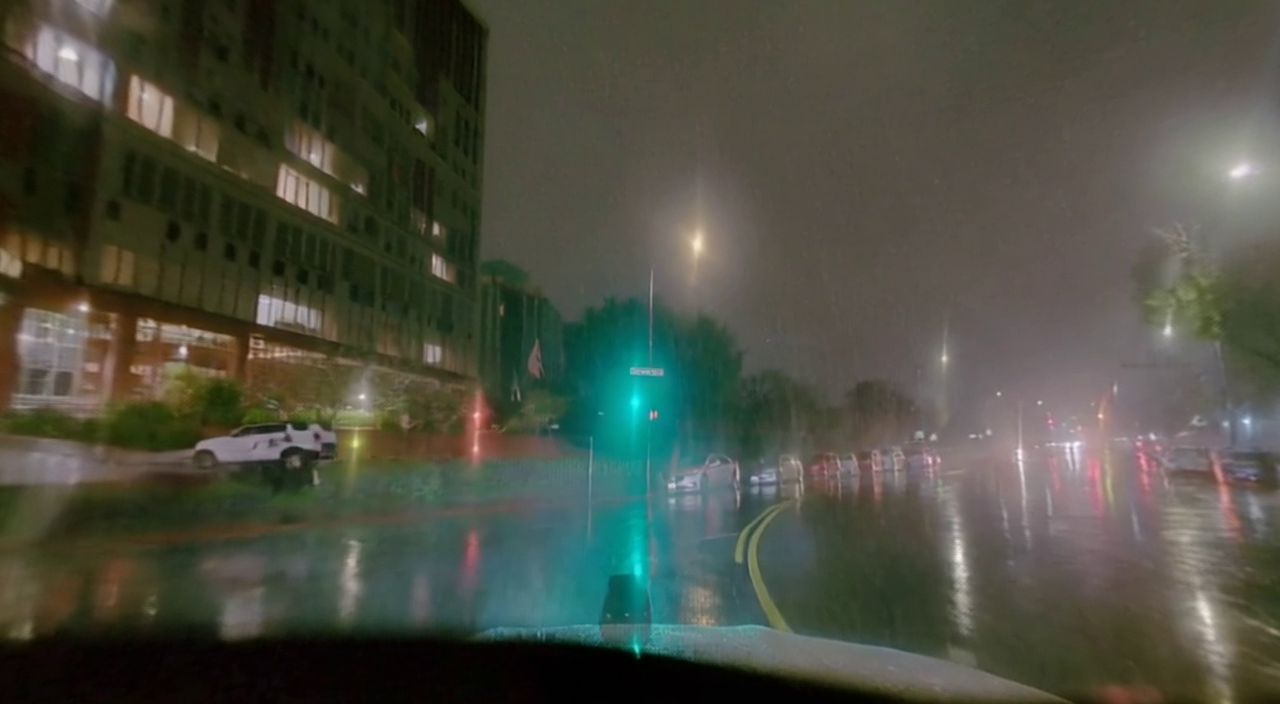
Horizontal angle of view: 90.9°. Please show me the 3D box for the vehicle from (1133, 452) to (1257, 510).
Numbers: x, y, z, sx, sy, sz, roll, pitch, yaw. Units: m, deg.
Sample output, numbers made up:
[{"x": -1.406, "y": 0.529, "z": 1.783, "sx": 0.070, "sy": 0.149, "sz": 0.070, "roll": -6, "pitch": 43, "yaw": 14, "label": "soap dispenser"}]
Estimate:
[{"x": 16.794, "y": 3.852, "z": 19.351, "sx": 2.148, "sy": 1.488, "sz": 4.508, "roll": -6, "pitch": -10, "yaw": 33, "label": "vehicle"}]

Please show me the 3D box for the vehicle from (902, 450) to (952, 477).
[{"x": 17.317, "y": 6.686, "z": 37.946, "sx": 1.852, "sy": 1.465, "sz": 4.092, "roll": -6, "pitch": -11, "yaw": 36, "label": "vehicle"}]

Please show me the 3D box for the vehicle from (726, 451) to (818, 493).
[{"x": 6.020, "y": 5.327, "z": 28.331, "sx": 2.179, "sy": 1.658, "sz": 4.765, "roll": -7, "pitch": -11, "yaw": 37, "label": "vehicle"}]

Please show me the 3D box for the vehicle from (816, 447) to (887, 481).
[{"x": 12.564, "y": 6.544, "z": 37.196, "sx": 2.171, "sy": 1.816, "sz": 5.274, "roll": -7, "pitch": -11, "yaw": 39, "label": "vehicle"}]

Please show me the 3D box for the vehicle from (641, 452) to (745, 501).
[{"x": 2.092, "y": 4.632, "z": 23.879, "sx": 1.922, "sy": 1.628, "sz": 4.291, "roll": -7, "pitch": -11, "yaw": 36, "label": "vehicle"}]
